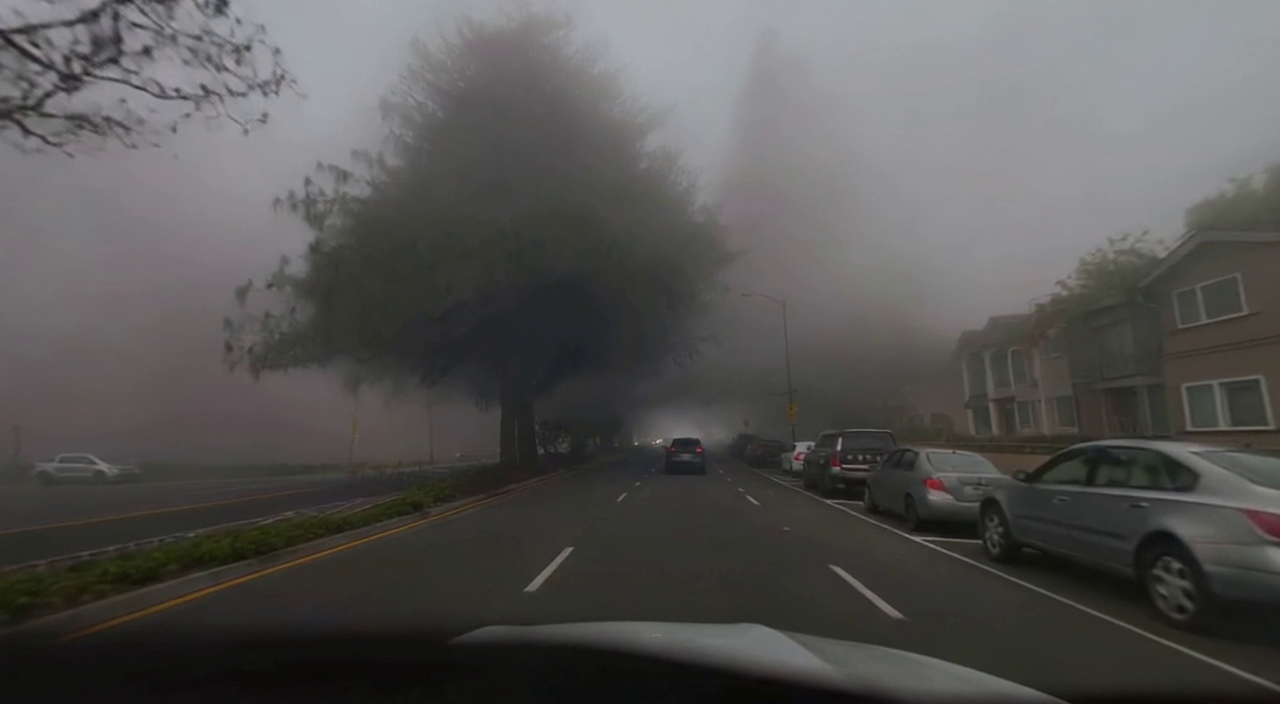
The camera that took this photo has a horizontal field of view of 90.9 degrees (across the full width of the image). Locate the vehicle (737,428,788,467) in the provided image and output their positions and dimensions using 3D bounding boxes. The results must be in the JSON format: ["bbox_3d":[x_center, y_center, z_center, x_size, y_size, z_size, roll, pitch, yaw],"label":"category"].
[{"bbox_3d":[6.160,4.872,32.156,2.018,1.813,4.701,-1,-8,5],"label":"vehicle"}]

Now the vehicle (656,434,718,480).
[{"bbox_3d":[1.672,3.754,22.783,2.011,1.480,4.170,-1,-8,4],"label":"vehicle"}]

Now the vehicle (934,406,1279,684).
[{"bbox_3d":[4.498,1.342,5.427,1.839,1.498,4.751,-1,-8,3],"label":"vehicle"}]

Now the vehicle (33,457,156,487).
[{"bbox_3d":[-29.079,6.396,33.709,4.591,1.468,1.805,1,-8,-8],"label":"vehicle"}]
